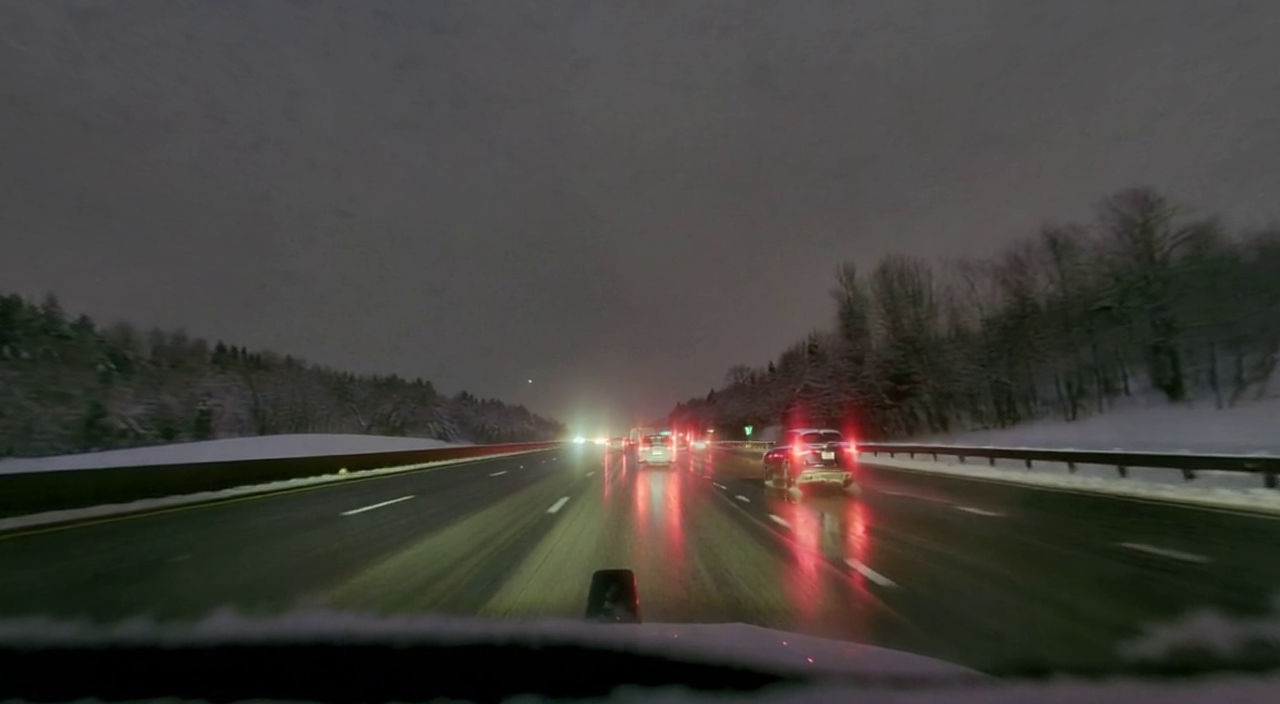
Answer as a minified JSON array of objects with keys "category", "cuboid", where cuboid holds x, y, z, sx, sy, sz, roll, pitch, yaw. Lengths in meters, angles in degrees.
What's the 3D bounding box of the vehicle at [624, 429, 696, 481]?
[{"category":"vehicle","cuboid":[0.542,3.242,20.130,2.046,1.467,3.844,0,-8,-2]}]
